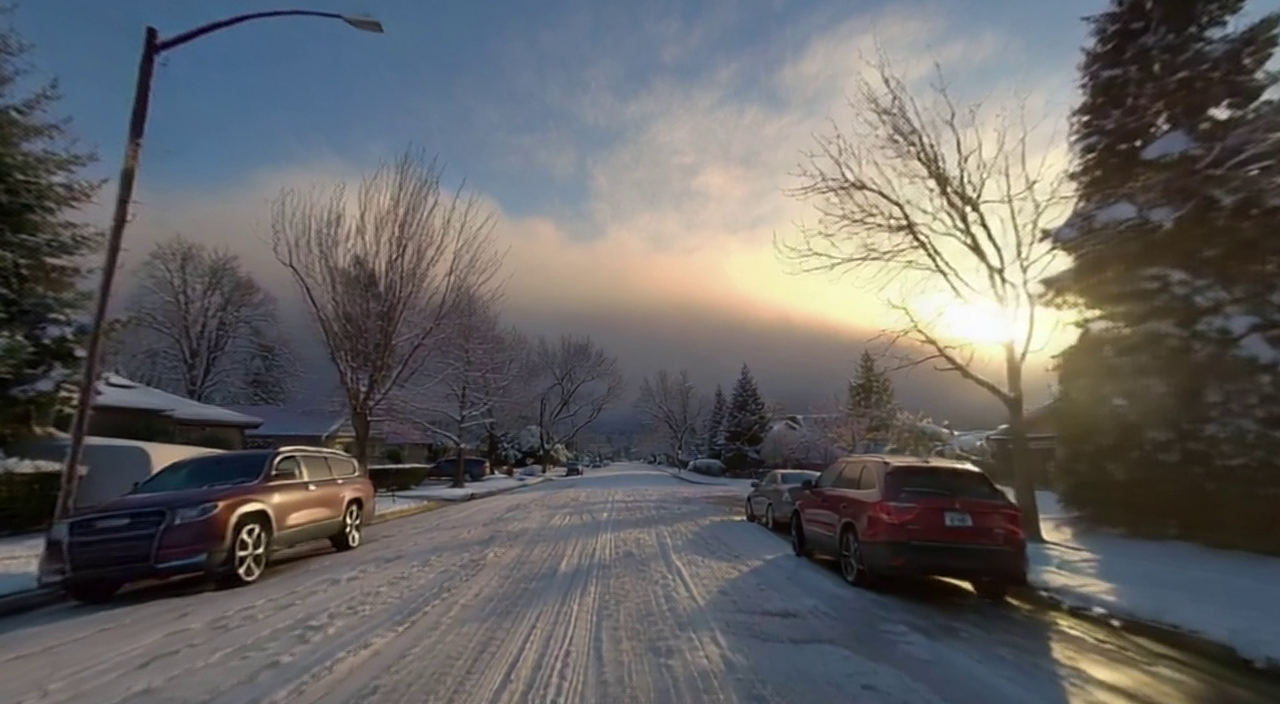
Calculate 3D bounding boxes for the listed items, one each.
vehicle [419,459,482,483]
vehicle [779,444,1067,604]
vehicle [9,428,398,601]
[{"bbox_3d":[-13.780,8.735,46.138,3.921,1.629,1.832,0,-12,2],"label":"vehicle"},{"bbox_3d":[3.643,2.350,9.345,2.033,1.730,4.554,1,-11,-1],"label":"vehicle"},{"bbox_3d":[-6.148,2.443,10.245,2.322,1.949,5.695,0,-11,-2],"label":"vehicle"}]
